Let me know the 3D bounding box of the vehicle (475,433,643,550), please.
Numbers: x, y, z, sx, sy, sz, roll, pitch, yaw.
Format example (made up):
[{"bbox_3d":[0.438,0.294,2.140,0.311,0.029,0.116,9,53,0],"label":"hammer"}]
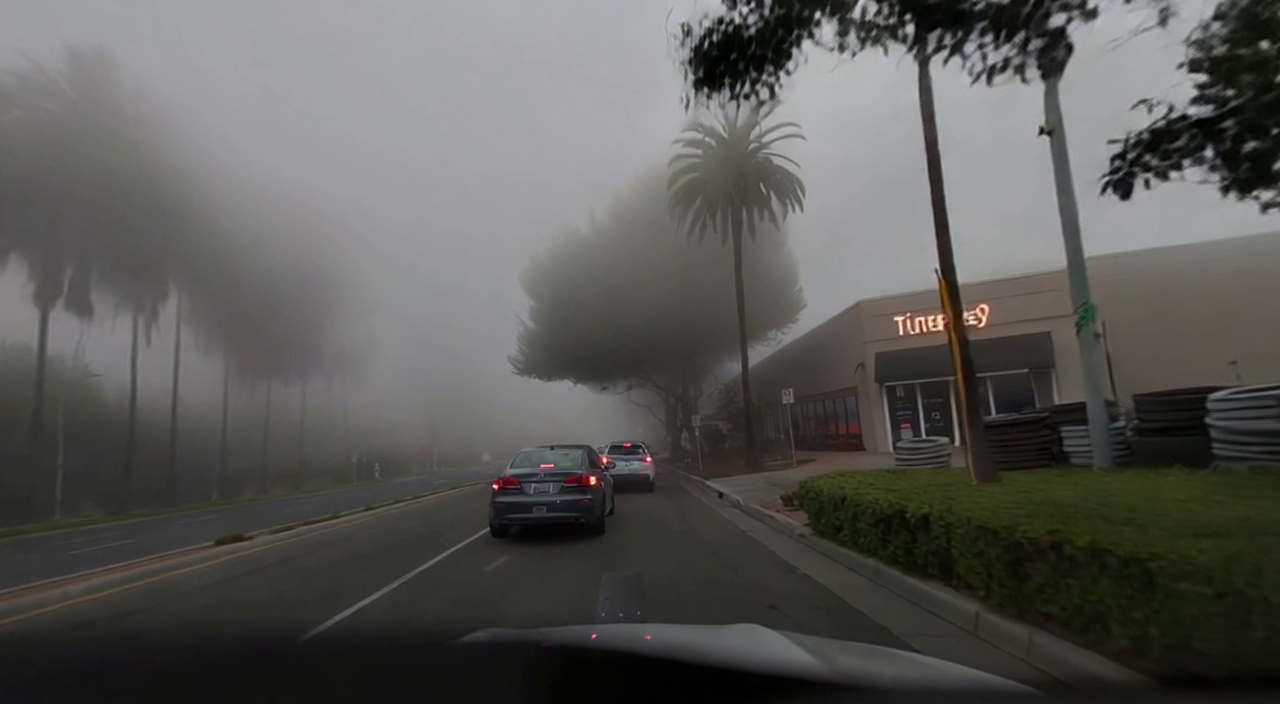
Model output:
[{"bbox_3d":[-1.098,2.127,10.306,2.169,1.495,4.048,0,-8,-1],"label":"vehicle"}]
